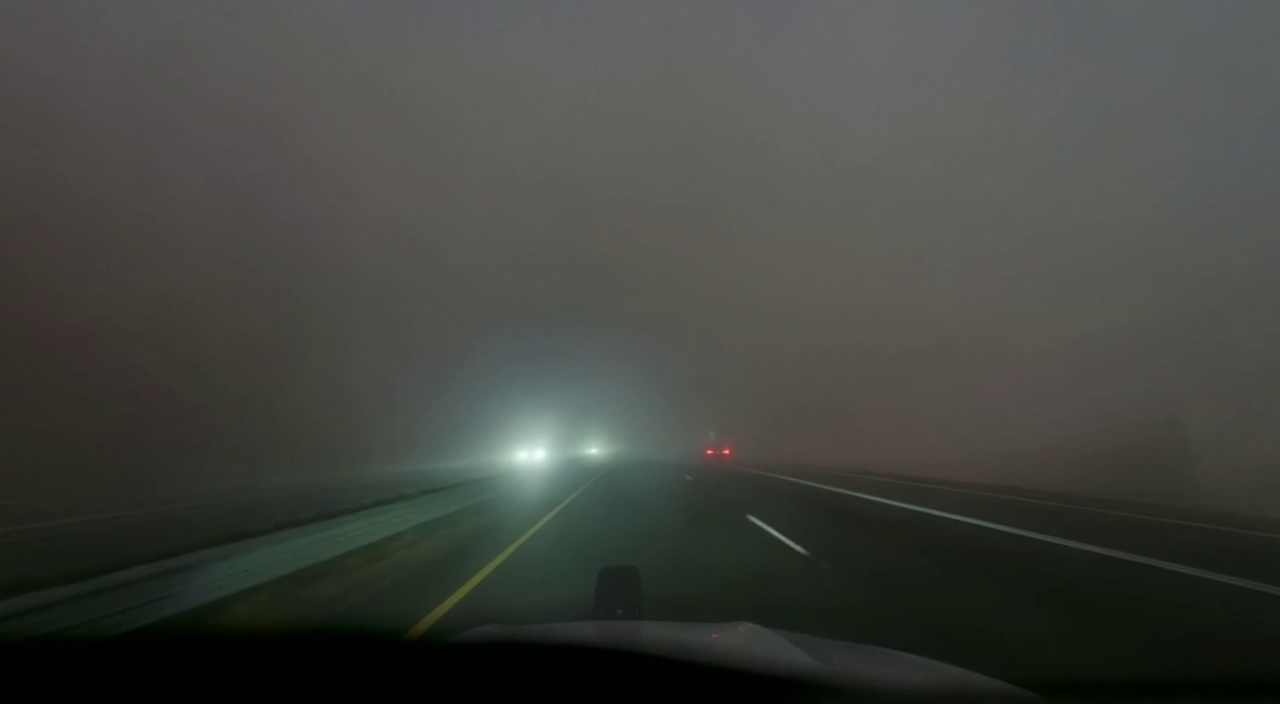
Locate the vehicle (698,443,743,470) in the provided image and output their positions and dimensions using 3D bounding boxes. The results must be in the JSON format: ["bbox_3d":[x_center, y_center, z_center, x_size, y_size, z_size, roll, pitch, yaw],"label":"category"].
[{"bbox_3d":[4.443,5.857,35.304,1.923,1.408,3.835,0,-9,-1],"label":"vehicle"}]
